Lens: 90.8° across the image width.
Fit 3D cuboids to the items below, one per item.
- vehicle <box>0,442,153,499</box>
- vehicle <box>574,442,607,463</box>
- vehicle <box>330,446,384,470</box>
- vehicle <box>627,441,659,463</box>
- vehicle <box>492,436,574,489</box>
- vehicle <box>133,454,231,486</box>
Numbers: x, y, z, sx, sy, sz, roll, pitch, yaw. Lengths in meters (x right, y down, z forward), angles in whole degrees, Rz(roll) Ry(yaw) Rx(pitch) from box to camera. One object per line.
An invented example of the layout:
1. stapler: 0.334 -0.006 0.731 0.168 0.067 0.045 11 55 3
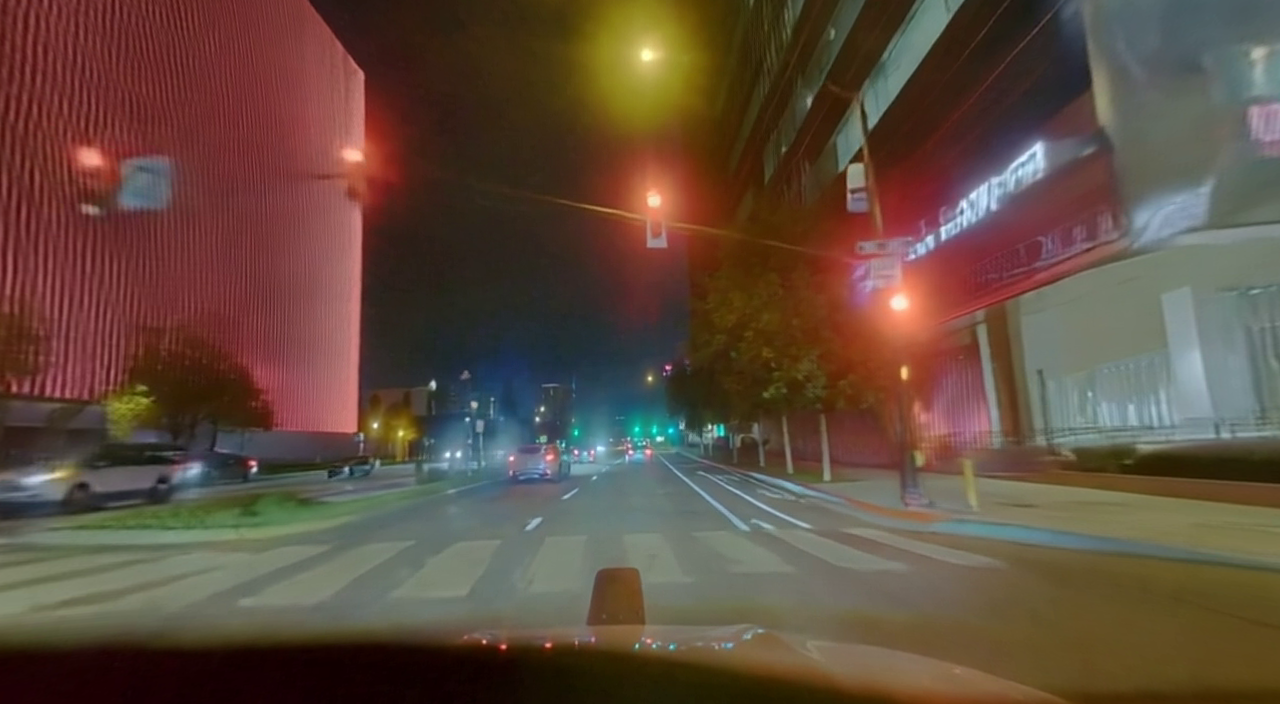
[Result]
1. vehicle: -20.441 4.209 22.933 2.068 1.848 4.247 0 -8 -1
2. vehicle: -3.622 7.416 46.866 2.088 1.430 4.482 0 -8 1
3. vehicle: -20.524 7.693 46.067 1.900 1.638 4.567 0 -8 -1
4. vehicle: 0.187 6.946 44.112 2.102 1.482 4.125 0 -8 -1
5. vehicle: -3.338 3.507 20.473 1.983 1.545 3.773 0 -8 0
6. vehicle: -23.709 6.092 32.947 1.778 1.443 4.525 0 -8 -1
